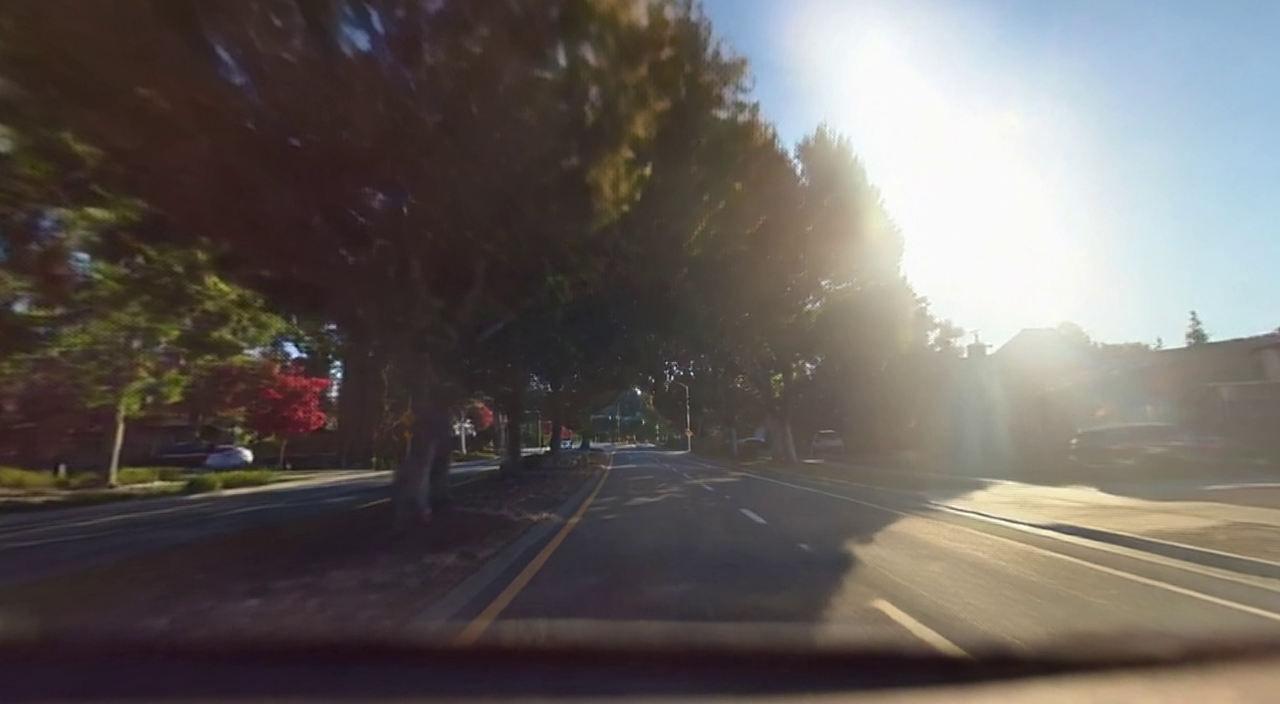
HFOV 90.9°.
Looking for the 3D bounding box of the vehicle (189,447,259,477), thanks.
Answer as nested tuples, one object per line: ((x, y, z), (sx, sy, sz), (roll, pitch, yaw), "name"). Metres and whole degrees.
((-25.110, 6.653, 38.256), (1.958, 1.668, 4.701), (2, -10, -14), "vehicle")

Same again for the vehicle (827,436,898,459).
((14.626, 6.287, 41.546), (4.253, 1.397, 1.717), (-3, -9, 17), "vehicle")

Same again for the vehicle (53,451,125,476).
((-40.682, 8.233, 46.644), (1.923, 1.679, 4.598), (1, -9, -12), "vehicle")
